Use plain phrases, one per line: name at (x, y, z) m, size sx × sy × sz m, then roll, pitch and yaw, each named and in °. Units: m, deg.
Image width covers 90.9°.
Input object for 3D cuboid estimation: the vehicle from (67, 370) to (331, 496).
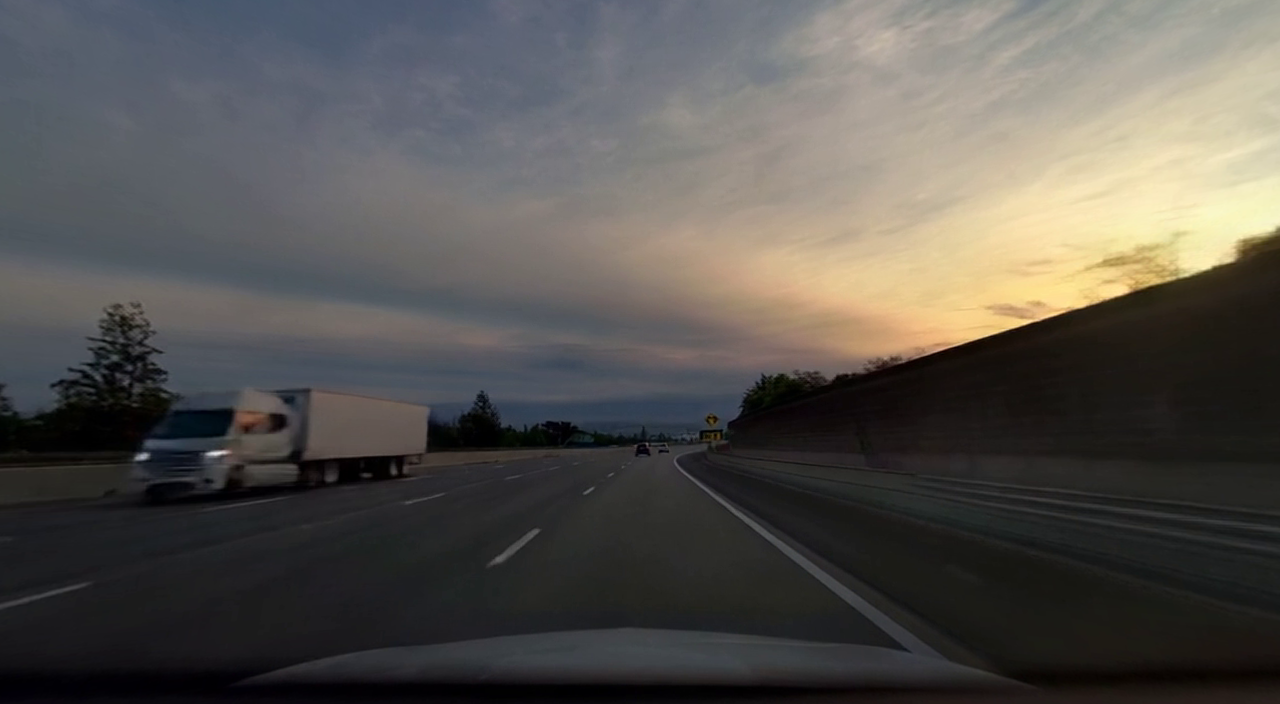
vehicle at (-16.285, 3.245, 24.771) m, size 3.036 × 3.971 × 9.692 m, roll 0°, pitch -8°, yaw 2°
